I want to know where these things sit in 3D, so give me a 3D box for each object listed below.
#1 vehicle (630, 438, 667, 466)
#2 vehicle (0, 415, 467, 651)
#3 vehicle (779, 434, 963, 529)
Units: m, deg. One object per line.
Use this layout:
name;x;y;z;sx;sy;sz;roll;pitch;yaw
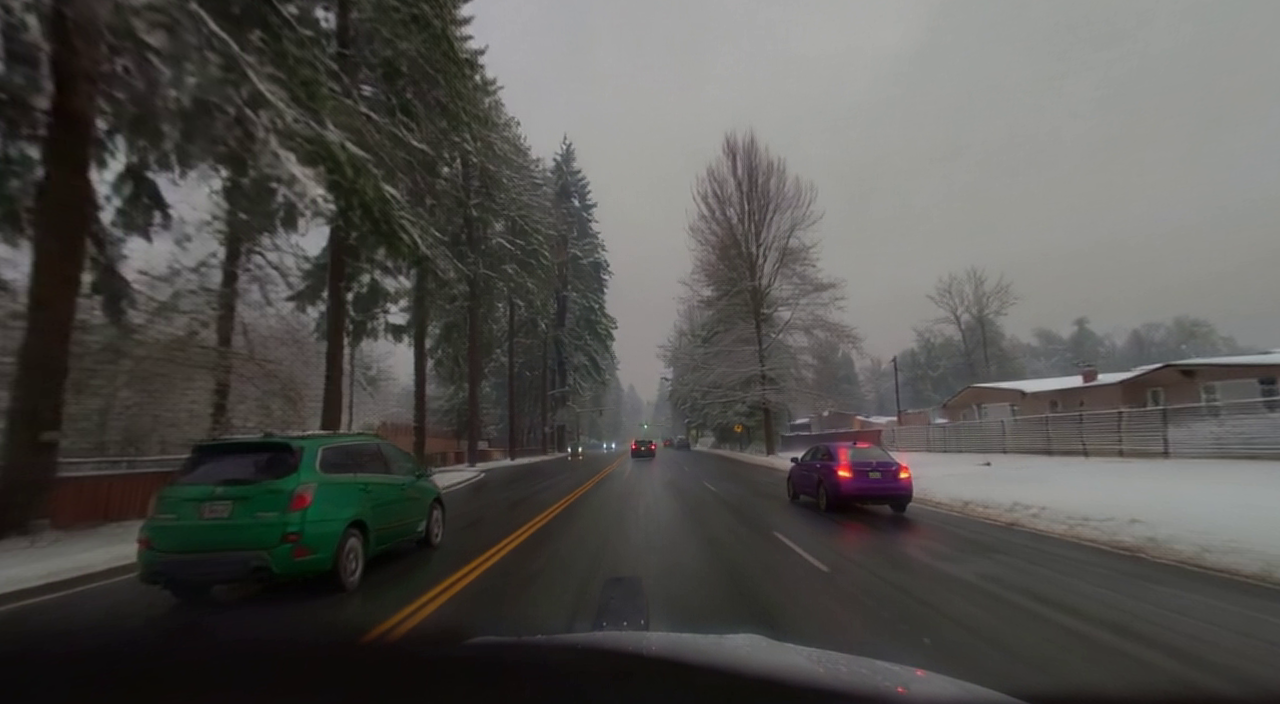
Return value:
vehicle;0.588;6.311;40.060;2.206;1.525;4.695;-1;-7;1
vehicle;-3.658;1.533;6.722;2.162;1.546;4.889;-1;-7;1
vehicle;4.228;2.386;12.450;1.943;1.471;4.515;-1;-7;0
